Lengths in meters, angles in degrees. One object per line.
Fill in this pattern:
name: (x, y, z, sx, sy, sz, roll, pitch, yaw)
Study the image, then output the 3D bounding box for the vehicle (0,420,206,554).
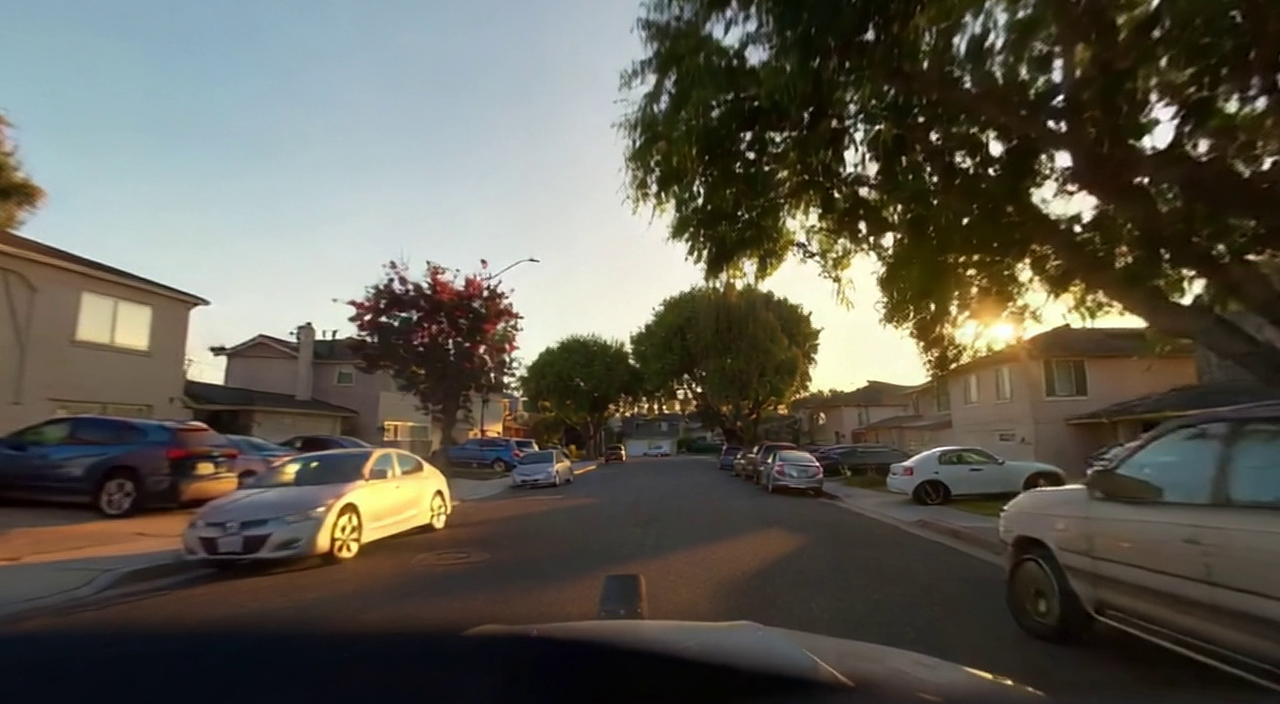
vehicle: (-8.837, 1.737, 8.469, 4.642, 1.516, 1.995, -1, -9, 5)

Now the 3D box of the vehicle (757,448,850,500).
vehicle: (5.273, 3.986, 21.129, 2.042, 1.456, 4.903, -1, -8, 3)

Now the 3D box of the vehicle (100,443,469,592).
vehicle: (-4.238, 2.004, 8.732, 2.189, 1.421, 4.659, -1, -8, 4)

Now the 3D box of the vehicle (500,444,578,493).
vehicle: (-3.591, 4.205, 23.214, 1.943, 1.602, 4.172, -1, -8, 3)

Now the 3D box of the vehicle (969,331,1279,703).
vehicle: (3.978, 0.920, 3.318, 2.075, 1.882, 4.749, 0, -8, 2)
